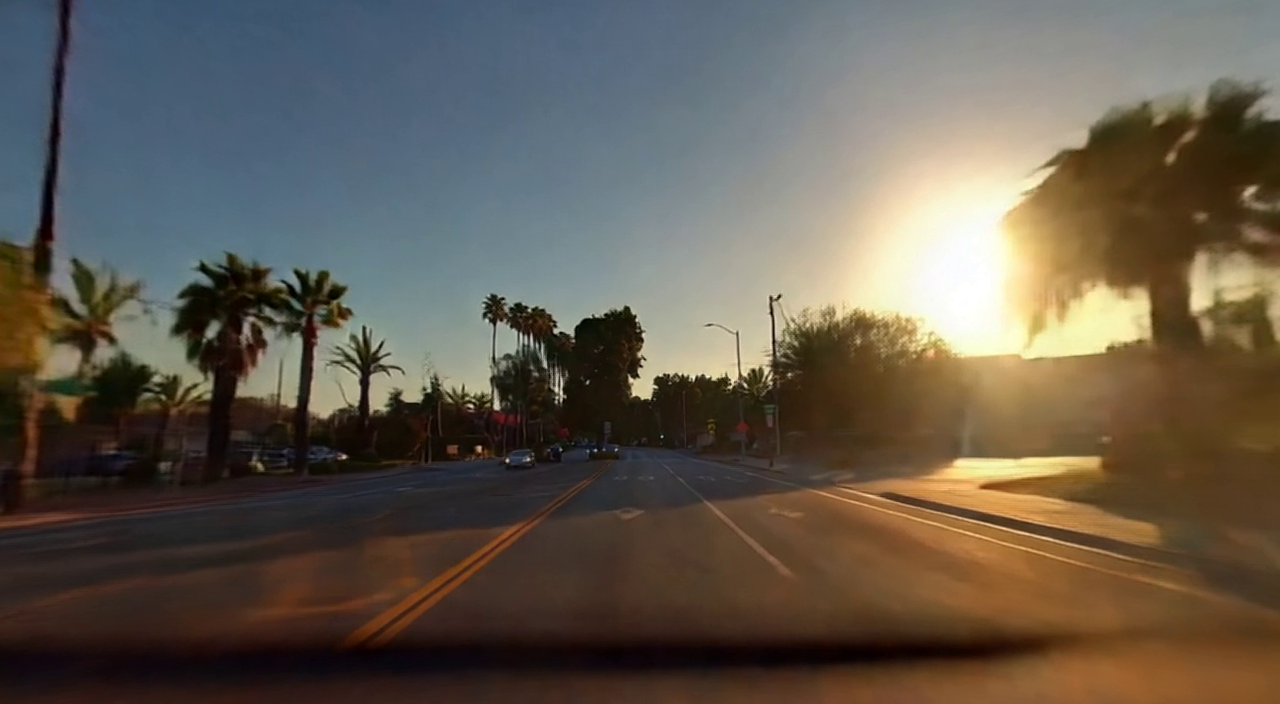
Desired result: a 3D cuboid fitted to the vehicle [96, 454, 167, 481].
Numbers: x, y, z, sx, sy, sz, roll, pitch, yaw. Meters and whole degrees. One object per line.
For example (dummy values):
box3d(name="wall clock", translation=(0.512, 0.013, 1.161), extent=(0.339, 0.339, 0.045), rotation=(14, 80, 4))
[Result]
box3d(name="vehicle", translation=(-32.683, 7.408, 40.574), extent=(4.072, 1.545, 1.920), rotation=(-4, -9, 27))

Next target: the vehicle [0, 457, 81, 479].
box3d(name="vehicle", translation=(-41.844, 8.037, 43.807), extent=(4.182, 1.485, 1.843), rotation=(0, -9, -3))

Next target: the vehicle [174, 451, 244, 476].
box3d(name="vehicle", translation=(-27.805, 7.189, 40.727), extent=(4.634, 1.513, 1.841), rotation=(-6, -11, 31))
